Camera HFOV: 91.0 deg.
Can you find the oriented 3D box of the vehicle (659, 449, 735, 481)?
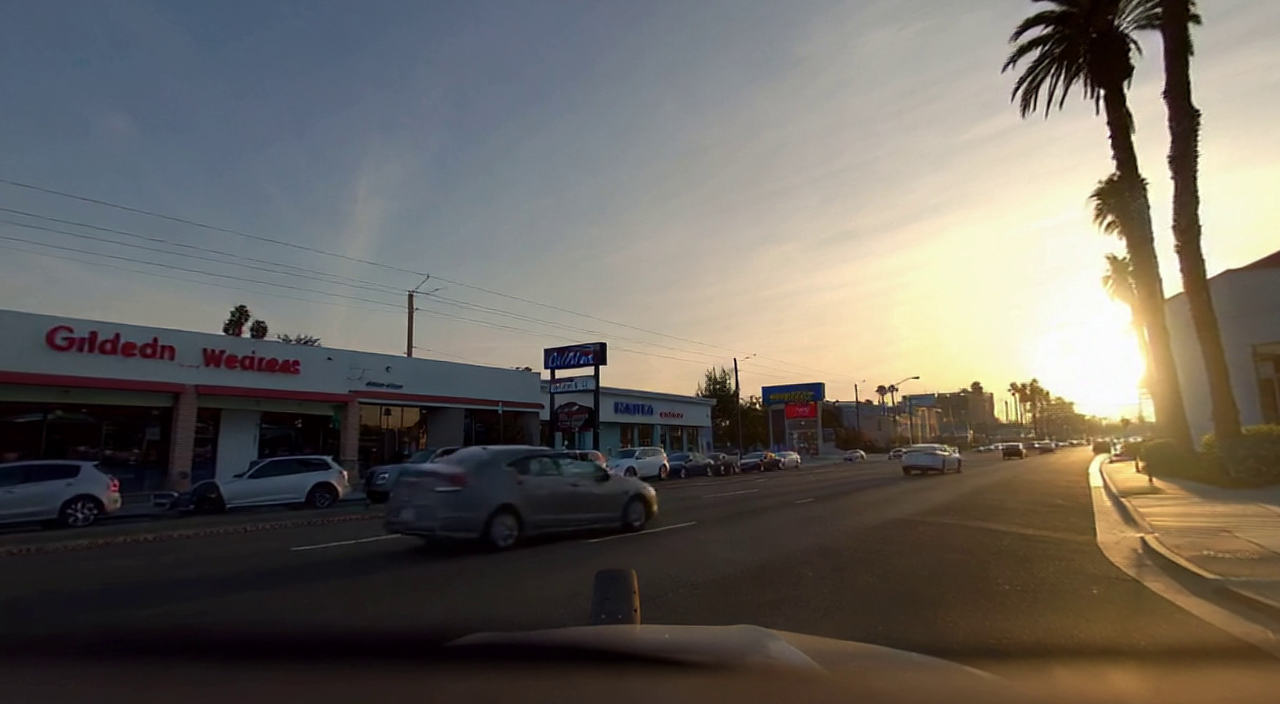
[{"bbox_3d":[2.863,5.492,30.847,1.776,1.448,4.137,-6,-11,37],"label":"vehicle"}]

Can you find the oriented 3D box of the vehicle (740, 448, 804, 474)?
[{"bbox_3d":[8.038,6.537,38.052,1.981,1.493,4.721,-6,-11,36],"label":"vehicle"}]

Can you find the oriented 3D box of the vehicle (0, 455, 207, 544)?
[{"bbox_3d":[-11.439,2.740,12.019,1.854,1.482,4.756,-6,-11,37],"label":"vehicle"}]

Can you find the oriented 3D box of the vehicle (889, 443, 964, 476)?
[{"bbox_3d":[14.586,5.371,31.891,2.232,1.513,5.090,-6,-11,37],"label":"vehicle"}]

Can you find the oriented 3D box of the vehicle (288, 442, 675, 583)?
[{"bbox_3d":[-2.020,2.056,9.083,4.918,1.461,2.139,7,-11,-40],"label":"vehicle"}]
